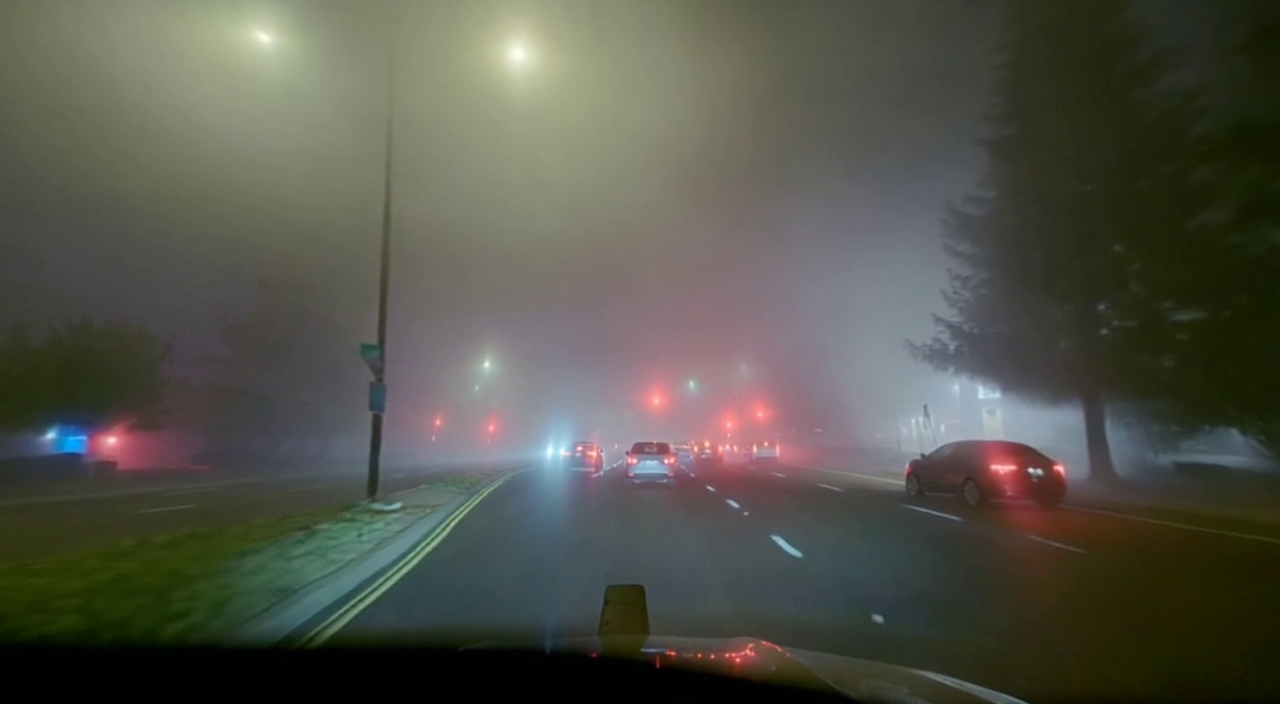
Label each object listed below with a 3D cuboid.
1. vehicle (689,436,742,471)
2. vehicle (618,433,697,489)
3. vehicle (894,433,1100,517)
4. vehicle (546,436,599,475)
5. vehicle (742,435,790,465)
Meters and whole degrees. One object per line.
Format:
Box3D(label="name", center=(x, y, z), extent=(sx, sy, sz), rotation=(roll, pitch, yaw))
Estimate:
Box3D(label="vehicle", center=(3.529, 4.865, 30.349), extent=(1.988, 1.528, 4.144), rotation=(0, -8, -1))
Box3D(label="vehicle", center=(0.507, 3.159, 18.584), extent=(2.096, 1.473, 3.893), rotation=(0, -8, 2))
Box3D(label="vehicle", center=(7.422, 2.570, 13.756), extent=(1.892, 1.515, 4.400), rotation=(0, -8, 0))
Box3D(label="vehicle", center=(-2.713, 4.268, 26.235), extent=(1.938, 1.472, 4.399), rotation=(0, -8, -2))
Box3D(label="vehicle", center=(7.687, 6.036, 38.852), extent=(2.044, 1.701, 4.397), rotation=(0, -8, 0))
